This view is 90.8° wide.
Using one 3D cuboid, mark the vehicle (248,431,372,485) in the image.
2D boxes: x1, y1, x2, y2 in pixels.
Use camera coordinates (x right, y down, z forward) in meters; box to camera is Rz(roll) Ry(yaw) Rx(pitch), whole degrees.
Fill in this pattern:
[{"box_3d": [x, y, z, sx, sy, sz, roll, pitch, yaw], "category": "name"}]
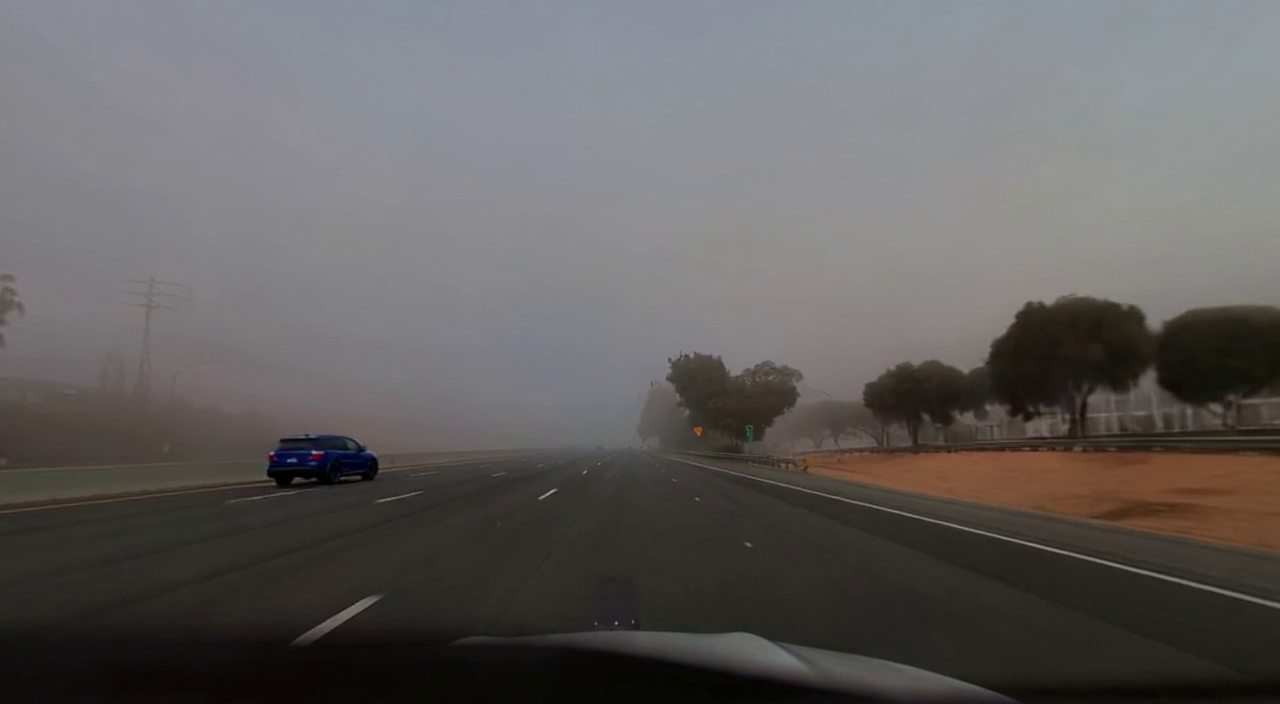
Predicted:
[{"box_3d": [-11.776, 3.813, 22.974, 2.016, 1.754, 4.543, 0, -8, 0], "category": "vehicle"}]
